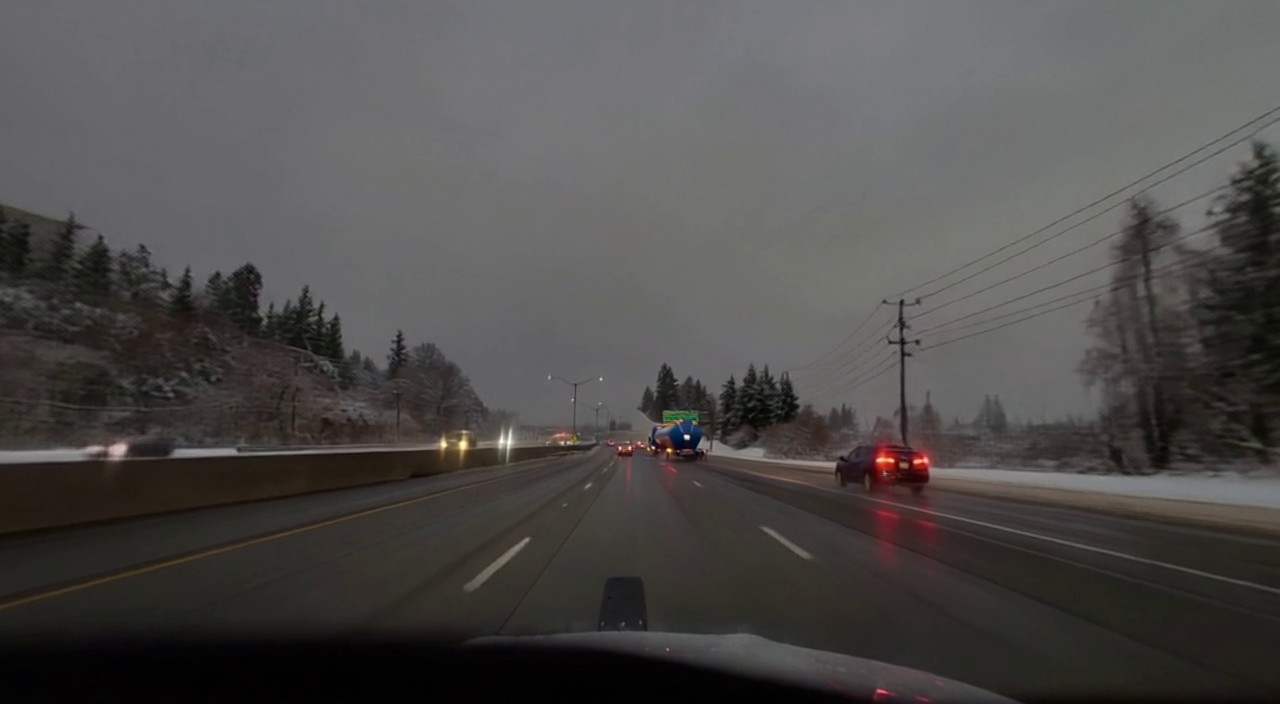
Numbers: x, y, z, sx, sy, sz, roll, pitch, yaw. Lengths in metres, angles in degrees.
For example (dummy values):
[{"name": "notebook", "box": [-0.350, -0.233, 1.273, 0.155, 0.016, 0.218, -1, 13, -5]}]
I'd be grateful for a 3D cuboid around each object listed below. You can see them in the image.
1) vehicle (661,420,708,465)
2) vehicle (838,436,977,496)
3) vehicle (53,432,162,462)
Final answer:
[{"name": "vehicle", "box": [3.293, 6.972, 48.586, 2.791, 3.179, 8.074, 0, -8, -2]}, {"name": "vehicle", "box": [7.480, 3.209, 18.232, 1.905, 1.480, 4.624, 0, -8, -1]}, {"name": "vehicle", "box": [-28.596, 5.139, 34.089, 2.081, 1.495, 4.420, 0, -8, -1]}]
